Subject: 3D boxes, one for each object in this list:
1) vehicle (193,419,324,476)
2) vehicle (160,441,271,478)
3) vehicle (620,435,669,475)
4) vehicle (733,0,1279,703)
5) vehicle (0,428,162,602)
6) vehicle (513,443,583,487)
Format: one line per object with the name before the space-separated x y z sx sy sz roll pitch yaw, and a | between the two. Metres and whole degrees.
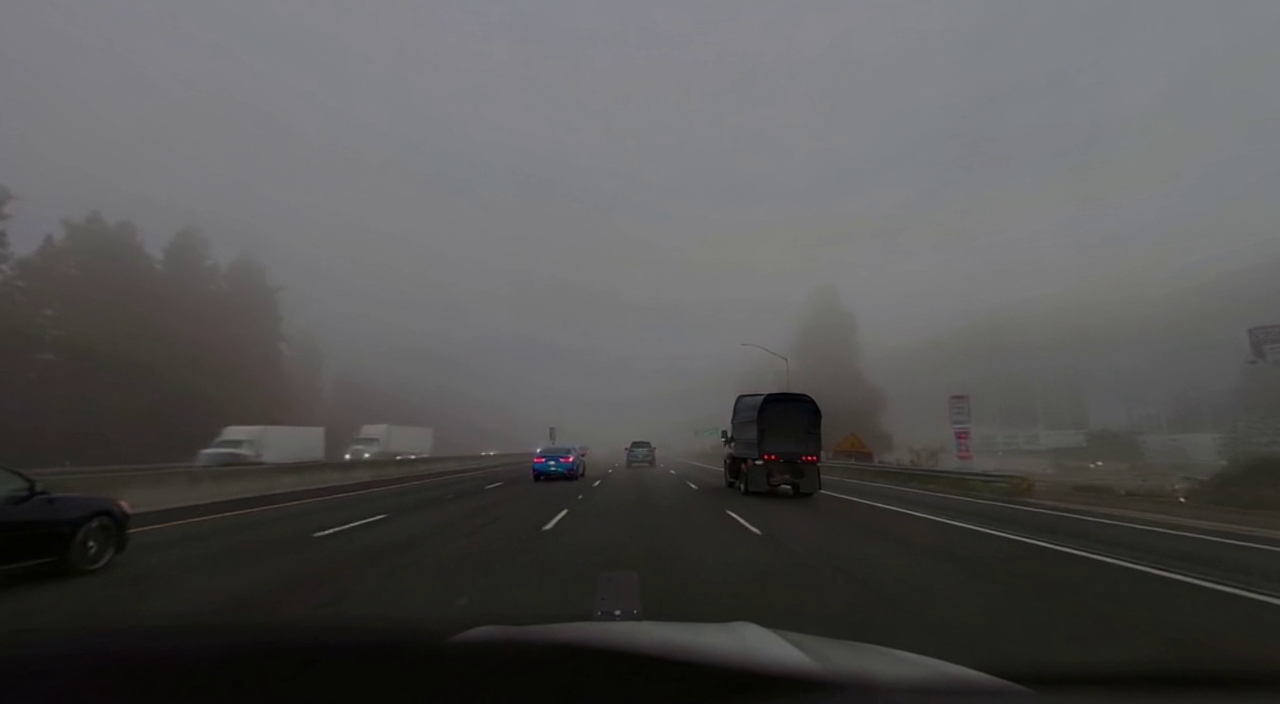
vehicle | -23.940 6.108 40.405 3.070 3.247 8.603 0 -9 -1
vehicle | -20.106 5.086 30.227 2.082 1.605 4.641 0 -9 0
vehicle | 0.184 4.994 30.857 2.203 1.805 4.358 0 -9 -1
vehicle | 3.716 0.417 7.885 2.876 4.086 15.117 0 -9 0
vehicle | -6.471 1.301 4.823 2.053 1.464 4.600 0 -9 0
vehicle | -3.143 3.968 22.517 1.864 1.406 4.544 0 -9 0
